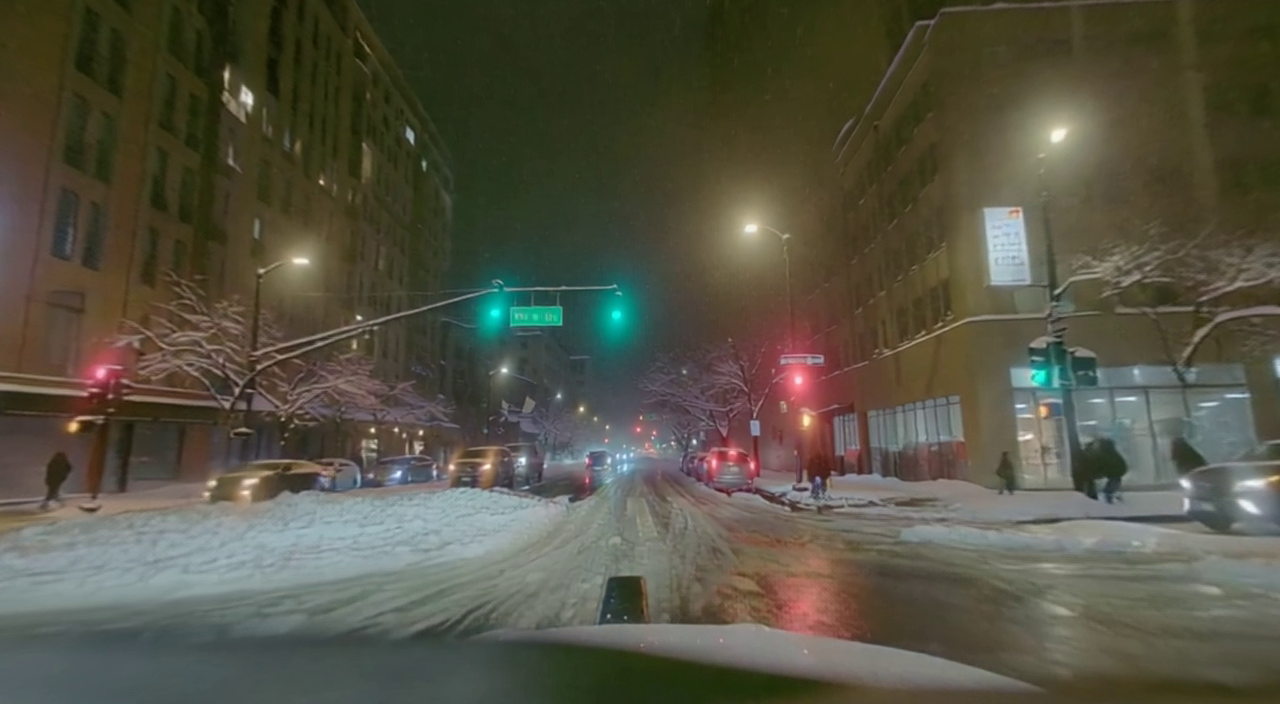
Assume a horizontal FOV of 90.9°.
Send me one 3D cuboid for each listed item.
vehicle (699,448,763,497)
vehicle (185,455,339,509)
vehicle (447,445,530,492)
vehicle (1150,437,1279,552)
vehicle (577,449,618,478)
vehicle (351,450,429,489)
[{"bbox_3d":[3.629,4.869,25.812,1.924,1.765,3.954,0,-8,-1],"label":"vehicle"},{"bbox_3d":[-12.249,4.207,20.892,1.934,1.434,4.636,-1,-8,5],"label":"vehicle"},{"bbox_3d":[-5.576,4.328,23.801,1.942,1.559,4.298,0,-8,2],"label":"vehicle"},{"bbox_3d":[11.363,2.247,10.290,4.288,1.689,1.909,0,-8,3],"label":"vehicle"},{"bbox_3d":[-2.335,6.263,35.621,1.973,1.496,3.713,0,-8,1],"label":"vehicle"},{"bbox_3d":[-11.724,5.505,29.884,1.933,1.628,3.973,0,-8,2],"label":"vehicle"}]
